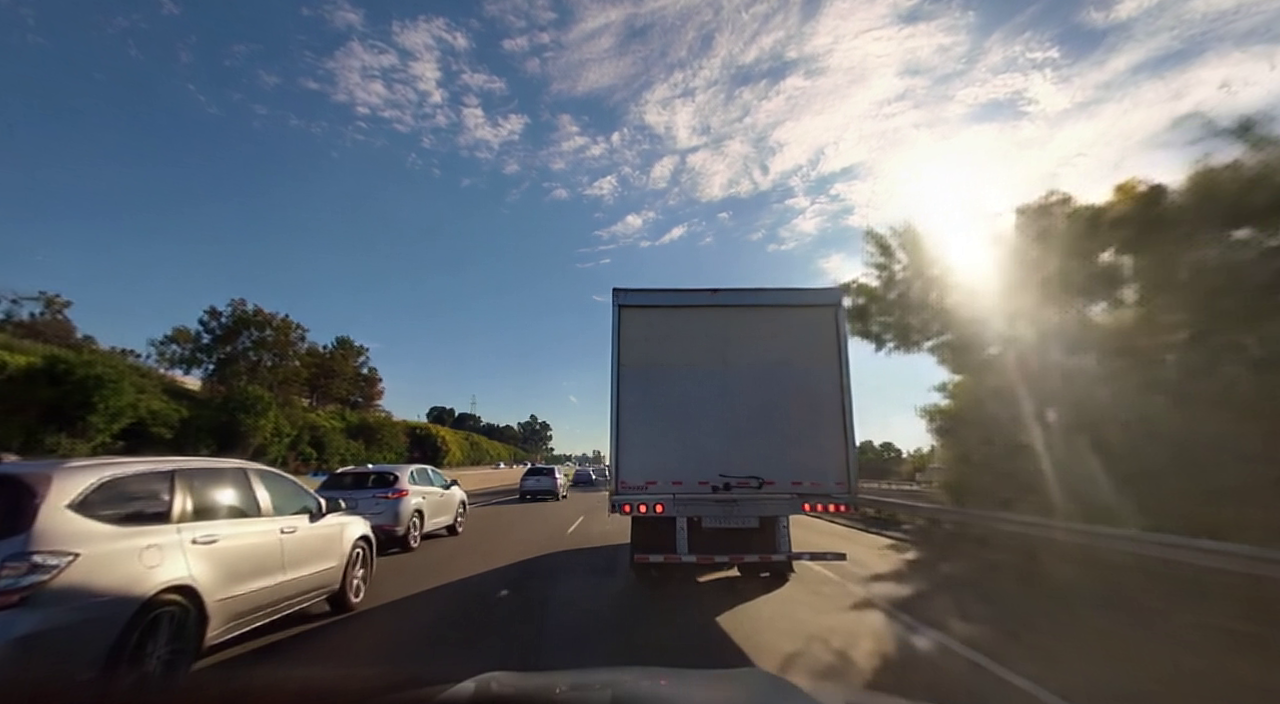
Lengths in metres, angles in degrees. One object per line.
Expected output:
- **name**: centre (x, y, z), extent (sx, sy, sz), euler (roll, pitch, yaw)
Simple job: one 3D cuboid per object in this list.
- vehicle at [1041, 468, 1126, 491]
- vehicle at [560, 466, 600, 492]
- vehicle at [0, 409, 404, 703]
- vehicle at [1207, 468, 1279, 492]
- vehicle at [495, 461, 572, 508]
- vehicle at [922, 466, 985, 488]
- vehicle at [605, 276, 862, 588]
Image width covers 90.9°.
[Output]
- **vehicle**: centre (30.196, 8.677, 43.046), extent (4.299, 1.465, 1.807), euler (-2, -11, 15)
- **vehicle**: centre (-3.477, 7.484, 37.278), extent (1.867, 1.418, 3.670), euler (0, -11, 2)
- **vehicle**: centre (-3.501, 1.293, 4.158), extent (1.983, 1.509, 4.679), euler (0, -11, 1)
- **vehicle**: centre (40.582, 8.500, 41.941), extent (3.974, 1.485, 1.709), euler (1, -11, -1)
- **vehicle**: centre (-3.754, 4.801, 23.065), extent (1.964, 1.482, 4.371), euler (0, -11, 1)
- **vehicle**: centre (23.566, 9.377, 47.352), extent (4.107, 1.485, 1.796), euler (-5, -12, 28)
- **vehicle**: centre (0.944, 1.646, 11.514), extent (2.831, 3.529, 8.689), euler (1, -11, -1)
